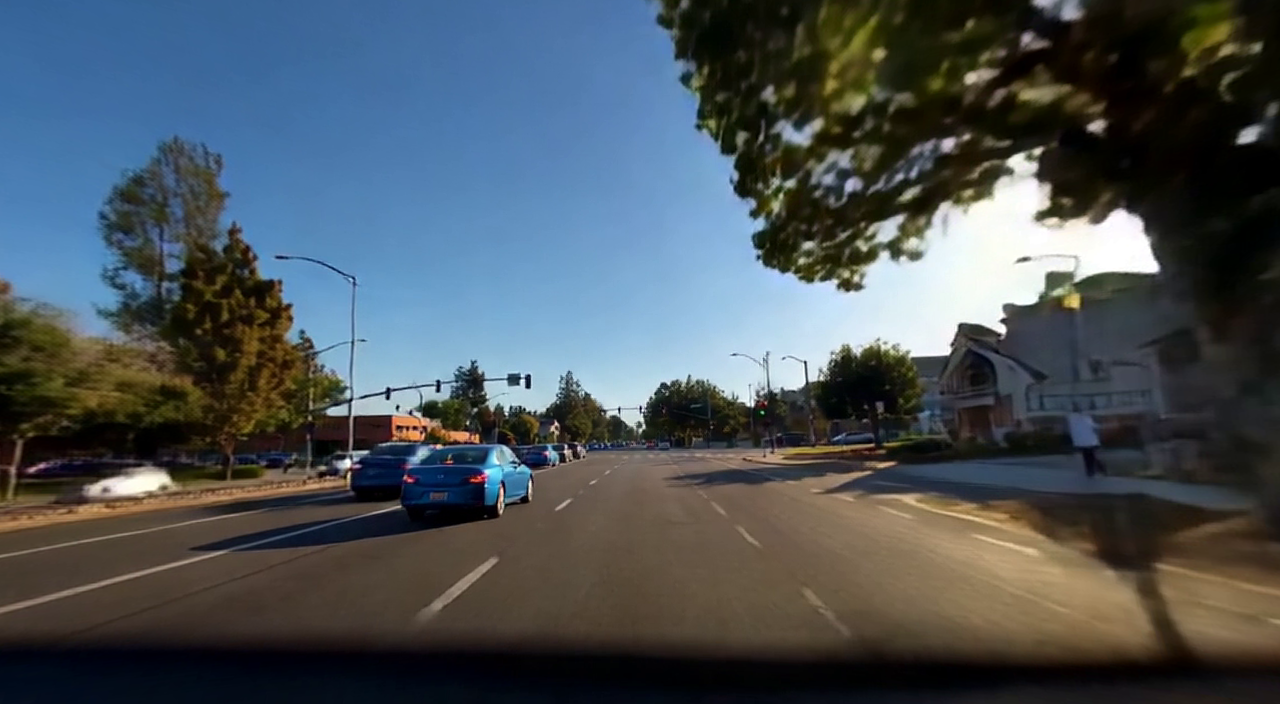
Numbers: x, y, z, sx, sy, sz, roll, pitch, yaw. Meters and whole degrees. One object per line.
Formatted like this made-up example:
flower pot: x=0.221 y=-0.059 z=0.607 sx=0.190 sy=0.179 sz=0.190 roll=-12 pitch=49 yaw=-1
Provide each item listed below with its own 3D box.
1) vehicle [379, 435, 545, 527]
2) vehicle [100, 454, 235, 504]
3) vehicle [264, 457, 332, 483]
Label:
vehicle: x=-3.245 y=2.444 z=12.537 sx=1.924 sy=1.480 sz=4.421 roll=-1 pitch=-9 yaw=1
vehicle: x=-17.911 y=4.793 z=24.190 sx=1.832 sy=1.628 sz=4.222 roll=-1 pitch=-8 yaw=1
vehicle: x=-21.622 y=7.441 z=40.063 sx=1.757 sy=1.472 sz=4.563 roll=-1 pitch=-8 yaw=1
